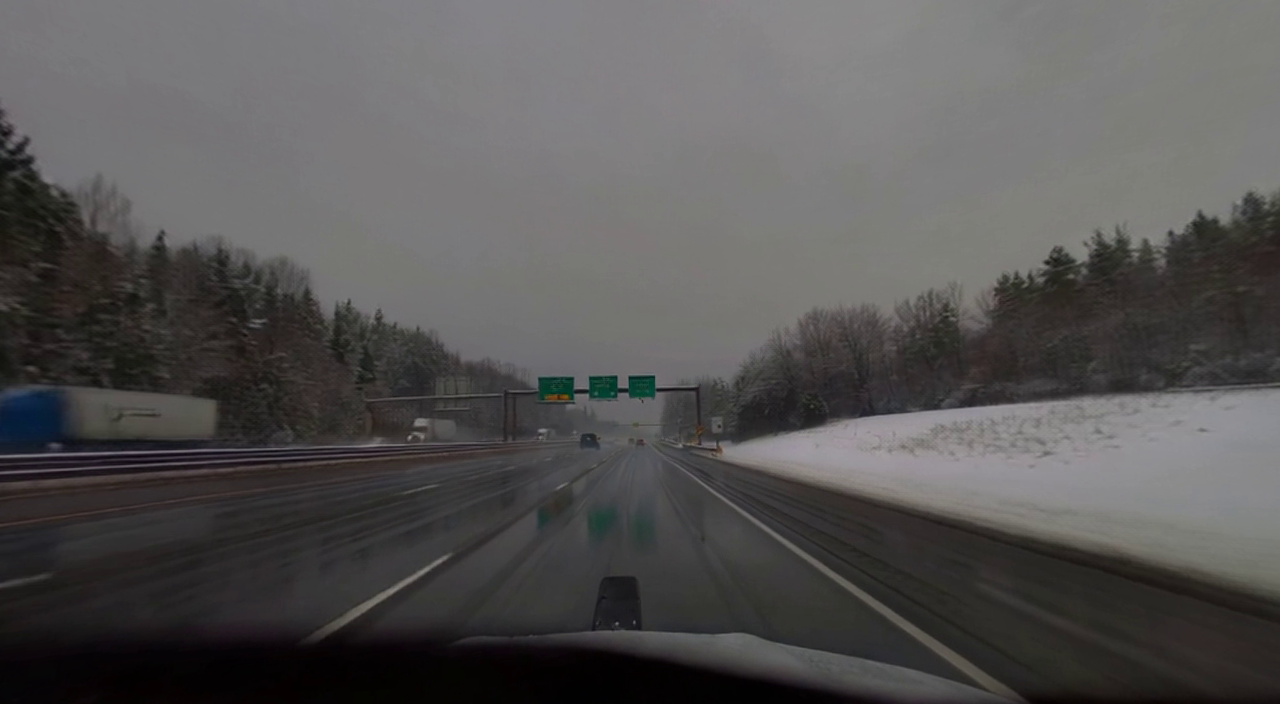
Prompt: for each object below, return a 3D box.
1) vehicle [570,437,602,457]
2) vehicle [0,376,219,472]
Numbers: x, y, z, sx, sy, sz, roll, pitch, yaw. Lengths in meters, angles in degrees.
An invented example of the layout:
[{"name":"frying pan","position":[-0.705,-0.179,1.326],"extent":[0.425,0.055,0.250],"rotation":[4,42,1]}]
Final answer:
[{"name":"vehicle","position":[-4.200,7.461,49.460],"extent":[2.004,1.497,4.260],"rotation":[0,-8,1]},{"name":"vehicle","position":[-29.003,4.025,33.844],"extent":[2.913,4.084,14.009],"rotation":[0,-8,0]}]
